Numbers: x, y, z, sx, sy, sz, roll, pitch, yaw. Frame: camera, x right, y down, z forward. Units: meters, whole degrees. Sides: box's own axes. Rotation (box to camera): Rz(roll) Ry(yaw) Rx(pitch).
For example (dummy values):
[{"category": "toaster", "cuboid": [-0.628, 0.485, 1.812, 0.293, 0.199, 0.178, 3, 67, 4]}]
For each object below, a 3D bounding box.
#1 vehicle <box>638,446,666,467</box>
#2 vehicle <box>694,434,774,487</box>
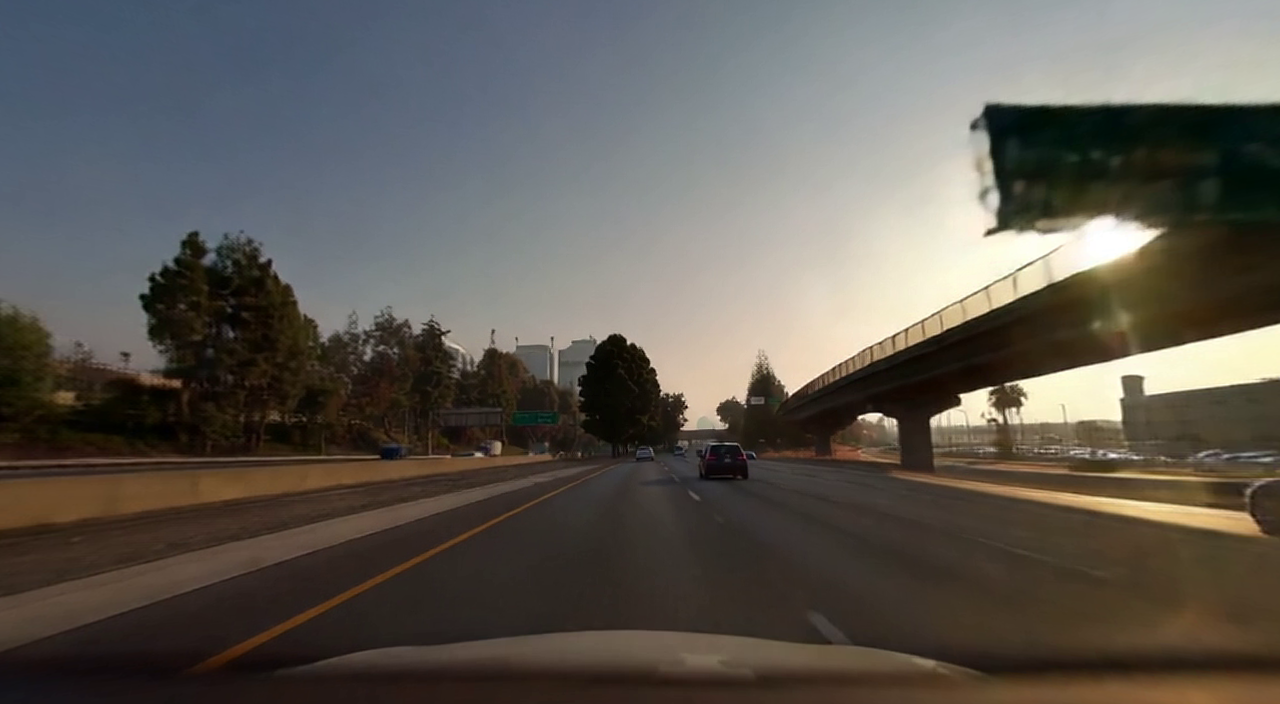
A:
[{"category": "vehicle", "cuboid": [0.922, 8.059, 48.833, 2.046, 1.475, 3.784, 0, -9, 1]}, {"category": "vehicle", "cuboid": [3.376, 4.047, 23.786, 2.226, 1.779, 4.835, 0, -9, -1]}]
